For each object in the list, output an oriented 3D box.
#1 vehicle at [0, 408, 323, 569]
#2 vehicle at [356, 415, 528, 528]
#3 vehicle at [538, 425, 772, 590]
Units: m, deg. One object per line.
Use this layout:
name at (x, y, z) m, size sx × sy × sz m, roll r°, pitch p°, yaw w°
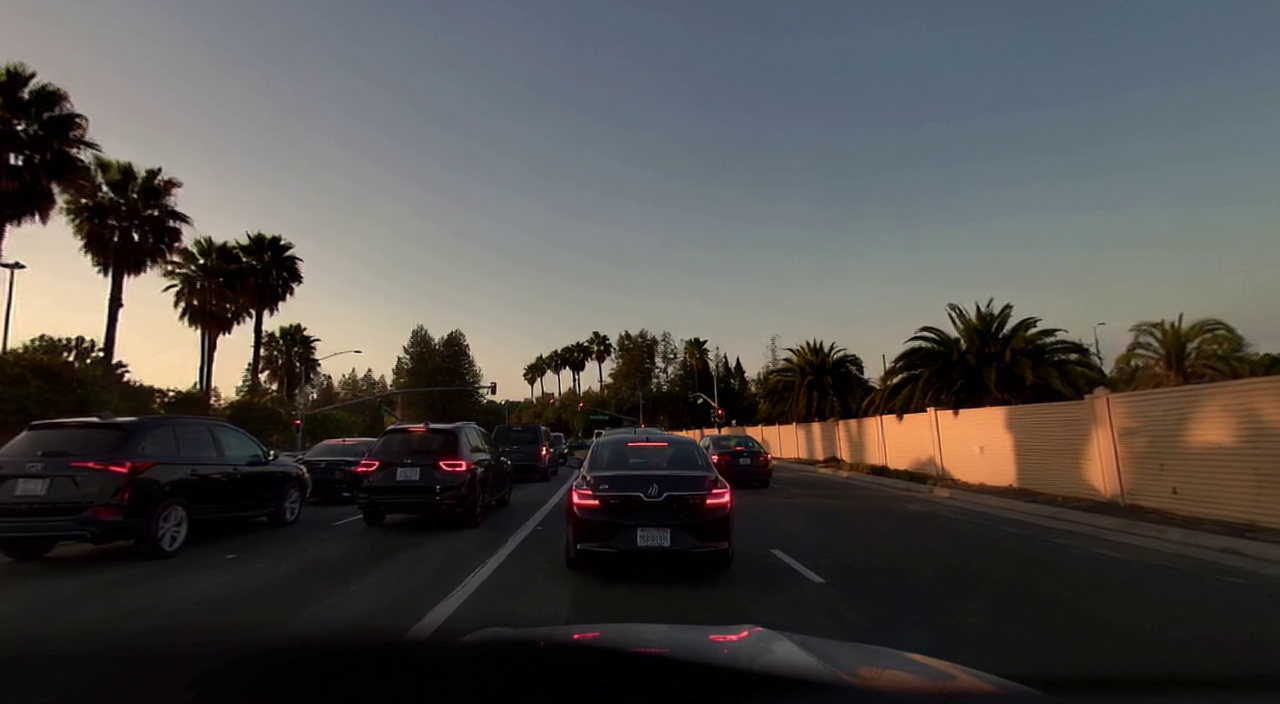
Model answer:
vehicle at (-6.681, 1.808, 9.109) m, size 1.963 × 1.721 × 4.467 m, roll 0°, pitch -8°, yaw -2°
vehicle at (-3.462, 2.183, 11.985) m, size 2.007 × 1.746 × 4.136 m, roll 0°, pitch -8°, yaw -1°
vehicle at (0.064, 1.736, 7.951) m, size 2.128 × 1.473 × 4.272 m, roll 0°, pitch -8°, yaw -2°
